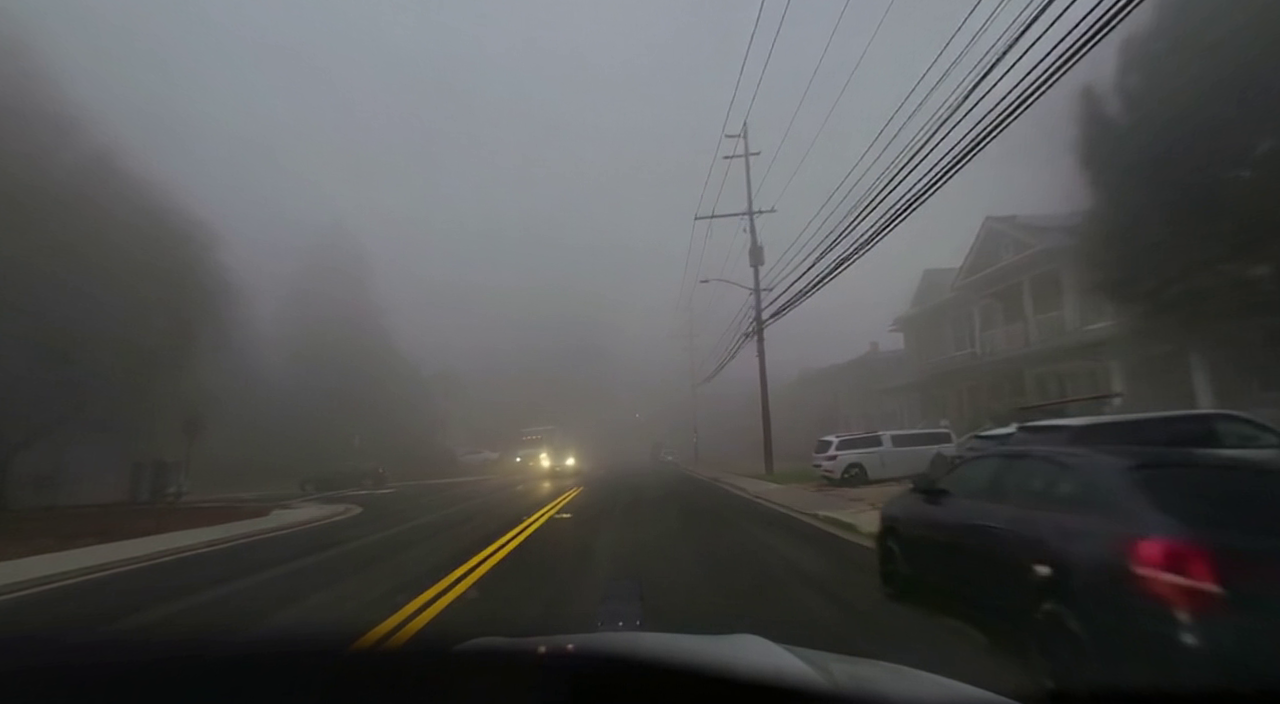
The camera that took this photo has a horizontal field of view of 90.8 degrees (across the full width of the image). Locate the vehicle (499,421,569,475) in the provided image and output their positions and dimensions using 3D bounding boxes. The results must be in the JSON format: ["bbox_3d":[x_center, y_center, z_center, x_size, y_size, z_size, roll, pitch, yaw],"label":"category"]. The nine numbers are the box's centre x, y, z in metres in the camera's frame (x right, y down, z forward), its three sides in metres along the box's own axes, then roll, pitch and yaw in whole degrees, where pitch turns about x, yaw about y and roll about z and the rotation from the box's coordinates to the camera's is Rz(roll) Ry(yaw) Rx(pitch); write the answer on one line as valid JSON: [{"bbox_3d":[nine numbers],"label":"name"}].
[{"bbox_3d":[-6.884,6.375,42.129,3.197,3.187,7.847,-2,-8,1],"label":"vehicle"}]

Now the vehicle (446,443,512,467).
[{"bbox_3d":[-11.875,7.635,46.852,4.311,1.751,2.045,0,-9,0],"label":"vehicle"}]

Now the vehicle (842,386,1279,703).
[{"bbox_3d":[3.002,1.189,3.939,1.879,1.582,4.250,0,-9,-3],"label":"vehicle"}]

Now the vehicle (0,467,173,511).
[{"bbox_3d":[-21.501,5.294,24.628,4.913,1.559,1.927,0,-9,-2],"label":"vehicle"}]

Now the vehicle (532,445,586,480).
[{"bbox_3d":[-3.704,5.123,29.633,1.912,1.491,4.375,0,-9,1],"label":"vehicle"}]

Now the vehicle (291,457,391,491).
[{"bbox_3d":[-15.387,6.277,32.738,4.204,1.626,1.874,1,-9,-6],"label":"vehicle"}]
